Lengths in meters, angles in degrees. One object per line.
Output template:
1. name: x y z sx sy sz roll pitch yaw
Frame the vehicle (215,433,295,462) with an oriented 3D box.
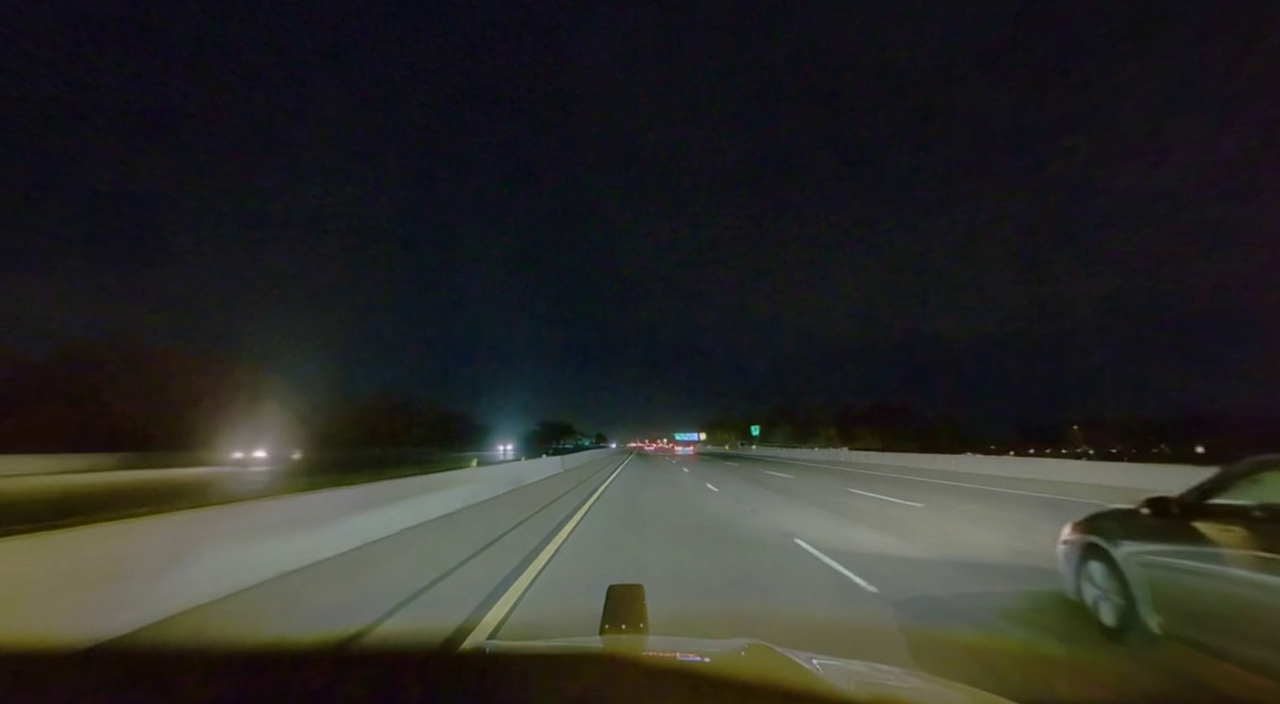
1. vehicle: -20.050 4.982 32.939 1.809 1.431 3.660 0 -8 1

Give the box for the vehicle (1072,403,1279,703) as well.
1. vehicle: 3.476 0.771 1.224 2.091 1.482 4.522 0 -8 1
